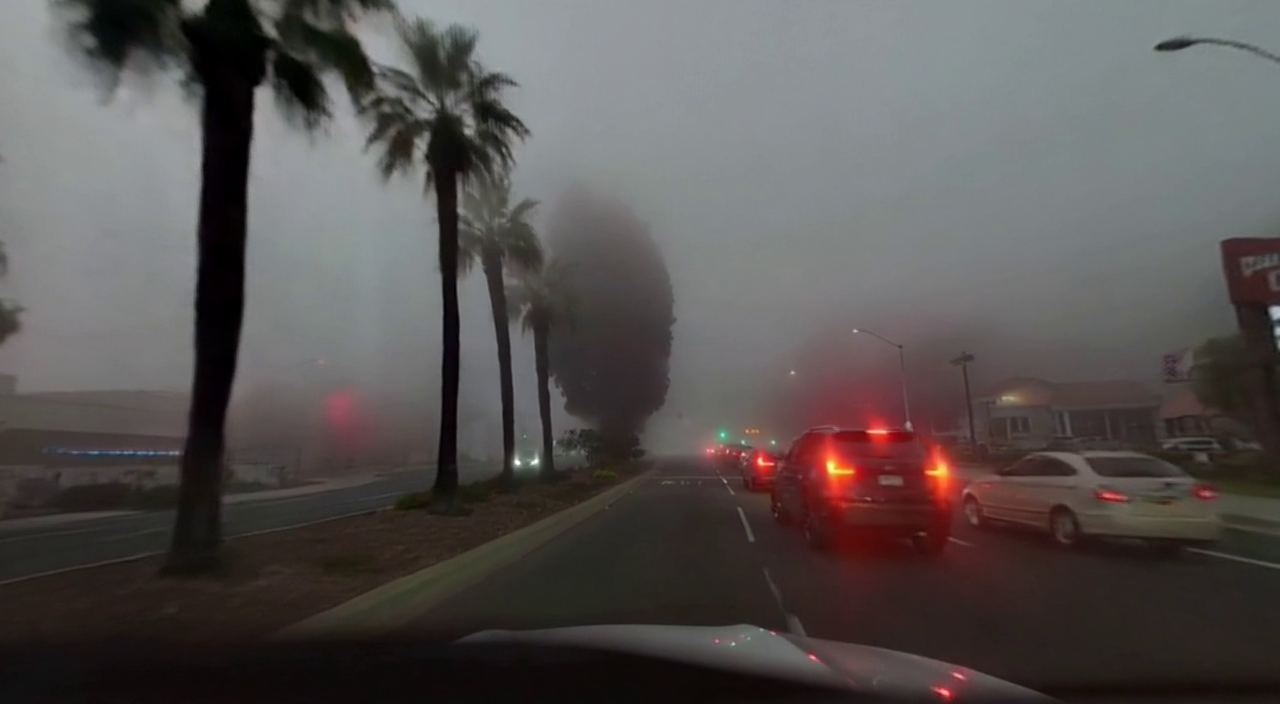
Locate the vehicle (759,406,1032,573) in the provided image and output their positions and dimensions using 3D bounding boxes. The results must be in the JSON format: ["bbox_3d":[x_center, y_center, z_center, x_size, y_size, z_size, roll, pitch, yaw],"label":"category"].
[{"bbox_3d":[3.281,1.895,9.553,2.428,1.816,4.959,-1,-9,5],"label":"vehicle"}]

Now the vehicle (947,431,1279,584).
[{"bbox_3d":[6.380,2.032,9.195,1.994,1.590,4.593,0,-9,7],"label":"vehicle"}]
